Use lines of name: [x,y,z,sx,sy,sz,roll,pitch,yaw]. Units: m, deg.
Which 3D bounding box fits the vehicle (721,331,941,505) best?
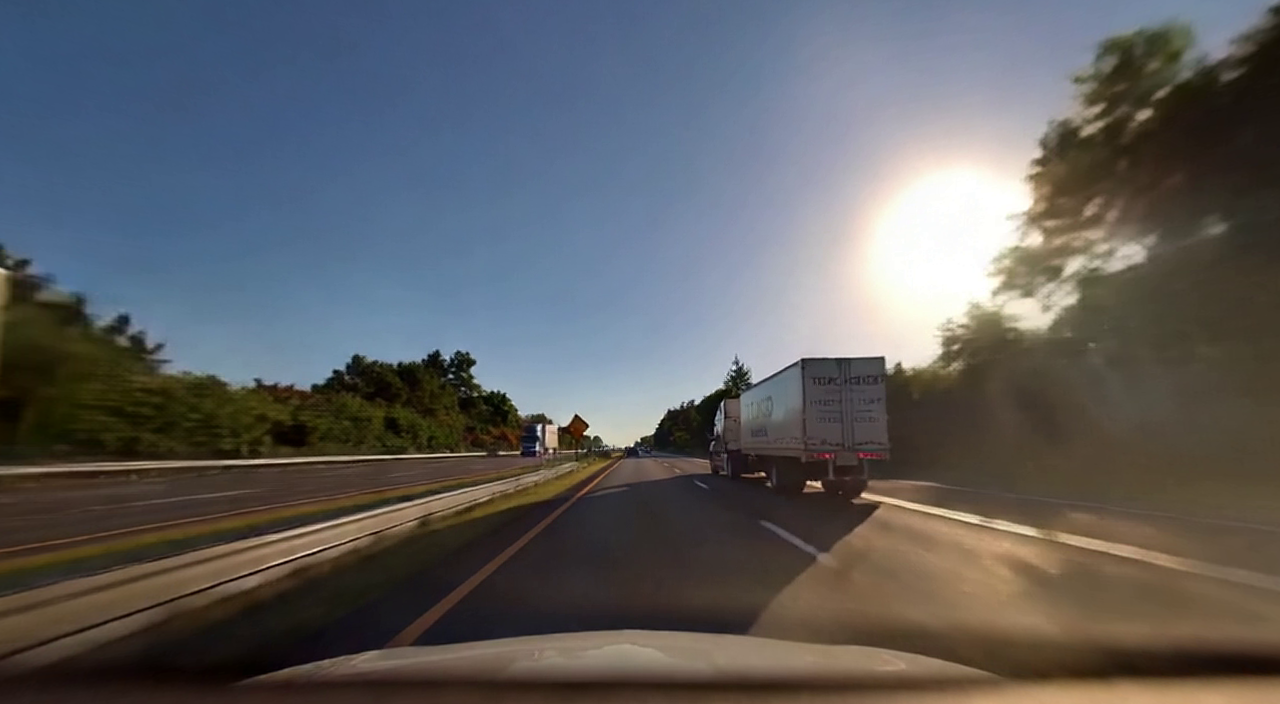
vehicle: [5.310,2.623,21.807,2.983,4.030,14.444,0,-9,-1]
